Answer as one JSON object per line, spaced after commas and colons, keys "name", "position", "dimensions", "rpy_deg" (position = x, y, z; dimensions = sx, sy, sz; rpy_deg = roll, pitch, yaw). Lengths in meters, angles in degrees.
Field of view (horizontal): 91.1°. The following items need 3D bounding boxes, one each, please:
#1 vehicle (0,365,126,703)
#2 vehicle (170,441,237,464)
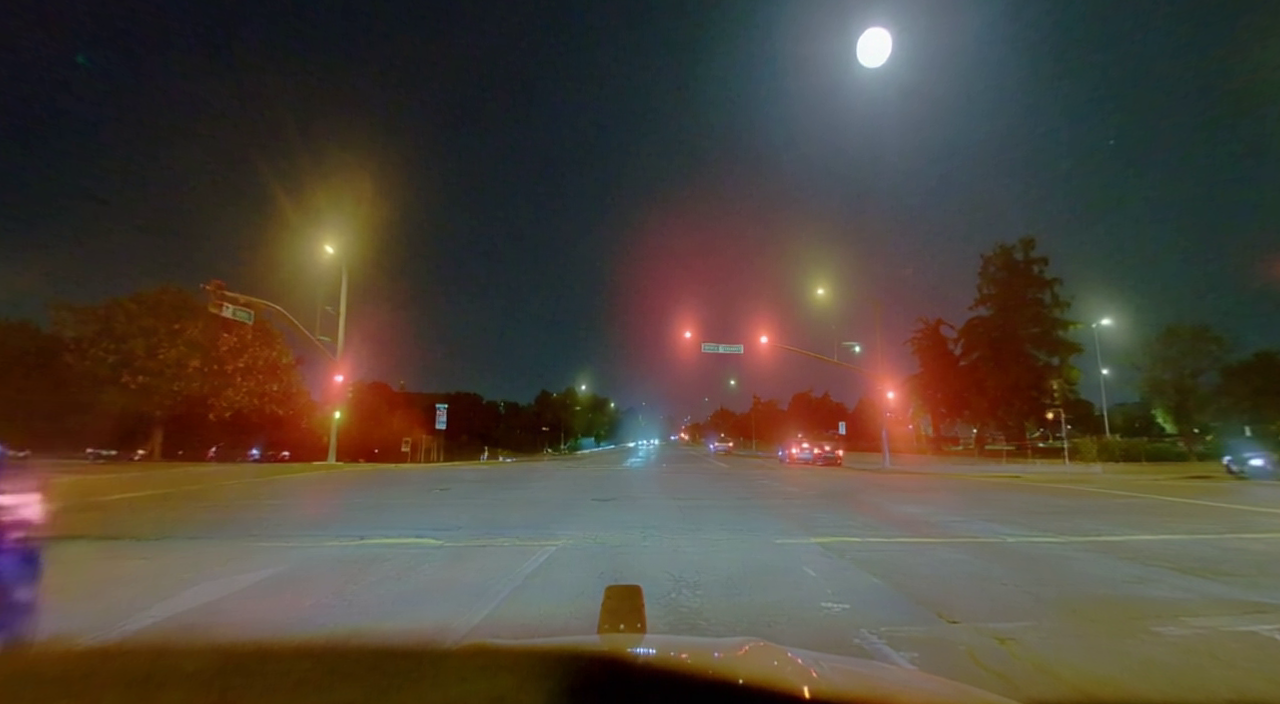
{"name": "vehicle", "position": [-4.032, 0.705, 1.104], "dimensions": [2.134, 1.768, 4.580], "rpy_deg": [-1, -8, 4]}
{"name": "vehicle", "position": [-29.141, 6.702, 42.066], "dimensions": [1.696, 1.431, 3.686], "rpy_deg": [0, -8, 3]}
